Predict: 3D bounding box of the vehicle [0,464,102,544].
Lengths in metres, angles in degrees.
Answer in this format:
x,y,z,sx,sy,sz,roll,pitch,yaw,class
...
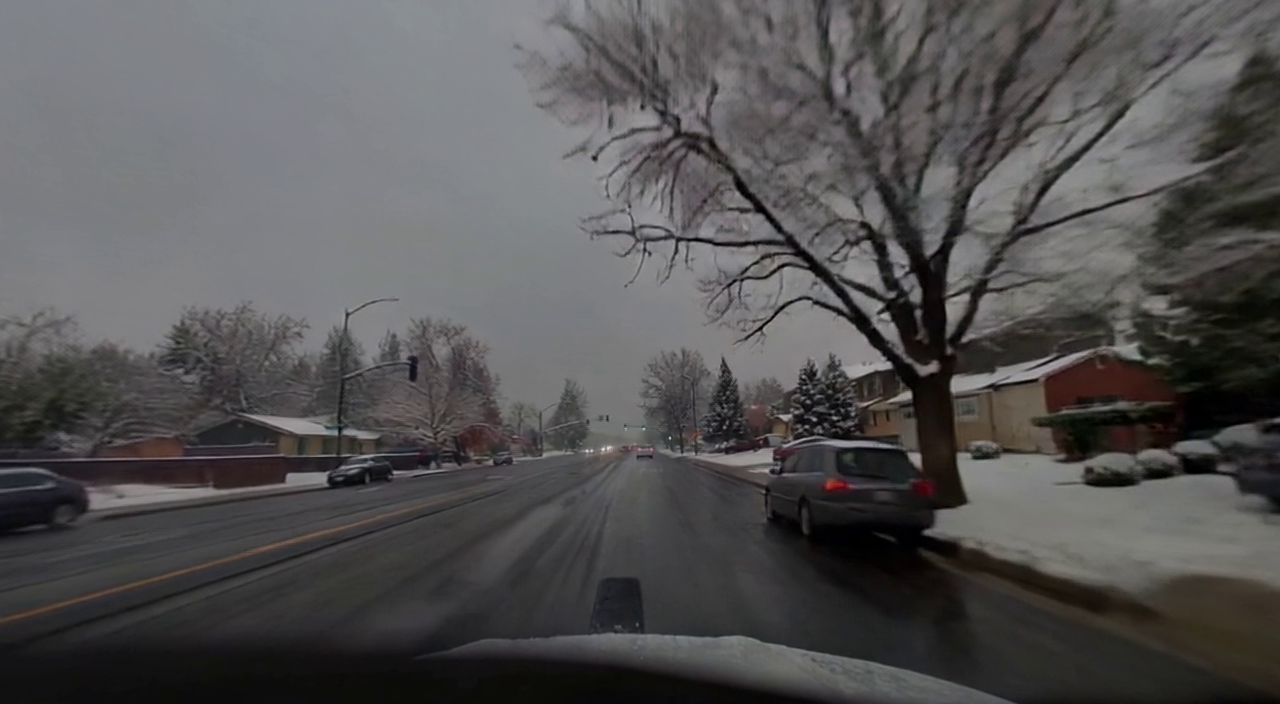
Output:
x,y,z,sx,sy,sz,roll,pitch,yaw,class
-13.809,3.082,12.669,2.021,1.513,4.568,0,-9,-1,vehicle

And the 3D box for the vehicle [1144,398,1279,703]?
x,y,z,sx,sy,sz,roll,pitch,yaw,class
3.447,0.639,0.278,2.034,1.551,5.272,0,-9,-1,vehicle

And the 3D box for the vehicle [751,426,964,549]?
x,y,z,sx,sy,sz,roll,pitch,yaw,class
3.428,2.227,11.100,2.078,1.679,4.562,0,-9,0,vehicle

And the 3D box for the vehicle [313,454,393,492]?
x,y,z,sx,sy,sz,roll,pitch,yaw,class
-13.934,5.856,30.983,1.876,1.495,4.647,-4,-9,-2,vehicle
